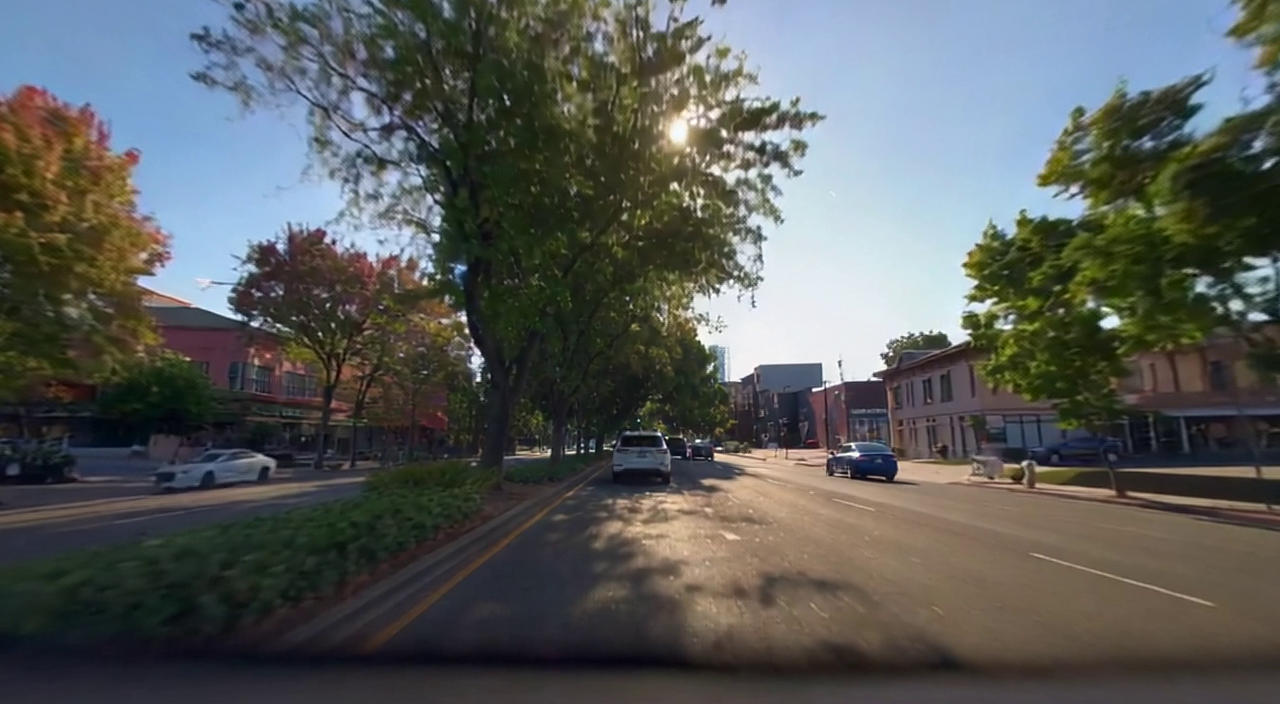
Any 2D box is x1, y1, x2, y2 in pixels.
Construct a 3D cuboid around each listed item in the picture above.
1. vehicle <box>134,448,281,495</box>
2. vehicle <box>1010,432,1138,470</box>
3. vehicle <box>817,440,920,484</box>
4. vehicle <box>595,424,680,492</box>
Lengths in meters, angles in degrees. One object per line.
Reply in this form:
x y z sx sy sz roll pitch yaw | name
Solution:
-15.346 4.226 22.805 1.985 1.486 4.691 0 -8 0 | vehicle
19.490 4.442 28.495 4.333 1.521 1.824 -2 -7 0 | vehicle
8.328 4.030 23.564 2.002 1.456 4.631 0 -8 -1 | vehicle
-0.091 3.150 19.060 2.277 1.816 4.192 0 -8 -1 | vehicle
